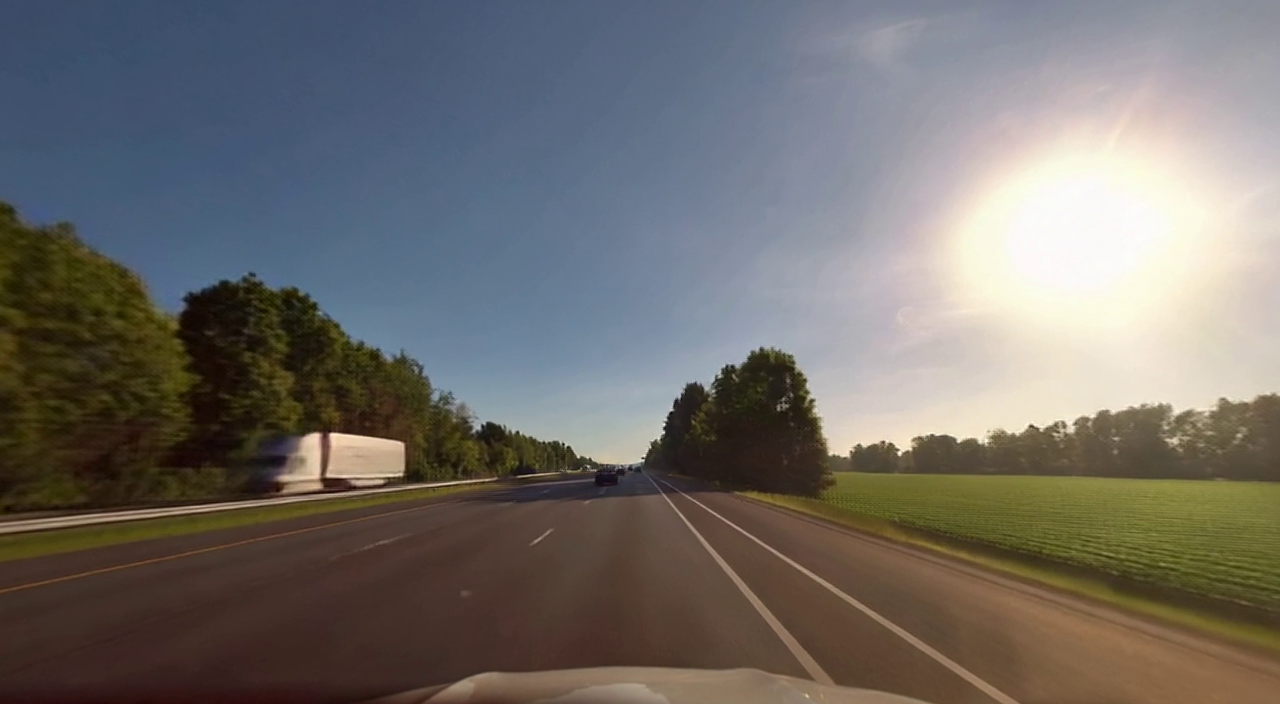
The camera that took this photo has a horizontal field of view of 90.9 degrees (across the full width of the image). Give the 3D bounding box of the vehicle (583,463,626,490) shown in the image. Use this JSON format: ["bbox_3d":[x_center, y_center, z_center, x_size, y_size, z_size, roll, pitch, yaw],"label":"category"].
[{"bbox_3d":[-1.993,7.304,37.012,2.183,1.435,4.653,0,-10,0],"label":"vehicle"}]

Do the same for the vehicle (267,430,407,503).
[{"bbox_3d":[-17.051,6.658,36.650,2.931,3.579,10.281,1,-10,0],"label":"vehicle"}]
